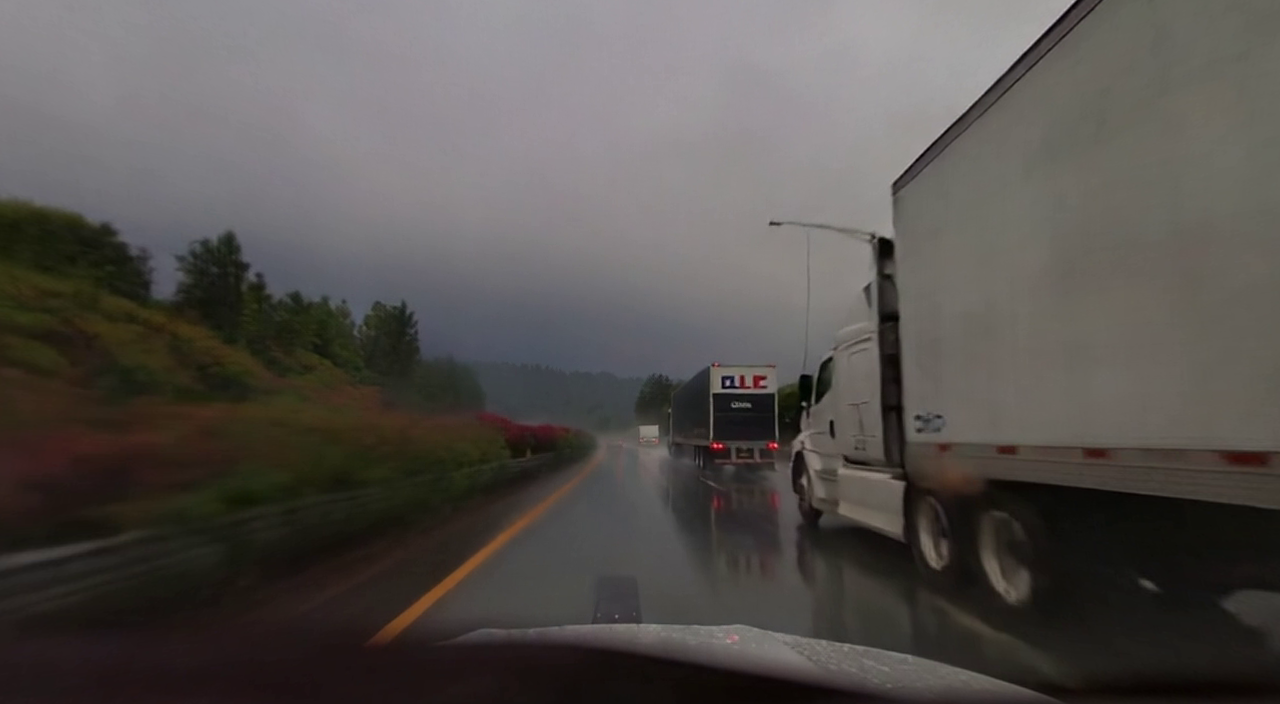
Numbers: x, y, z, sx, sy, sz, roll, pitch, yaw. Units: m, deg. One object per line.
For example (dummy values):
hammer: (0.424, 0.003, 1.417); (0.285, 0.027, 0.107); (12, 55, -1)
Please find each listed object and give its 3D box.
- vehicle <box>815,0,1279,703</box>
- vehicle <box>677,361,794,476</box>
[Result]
vehicle: (3.900, 0.049, 5.100); (3.029, 3.947, 5.924); (0, -8, -2)
vehicle: (3.786, 3.328, 29.454); (2.871, 4.072, 14.183); (0, -8, -2)
